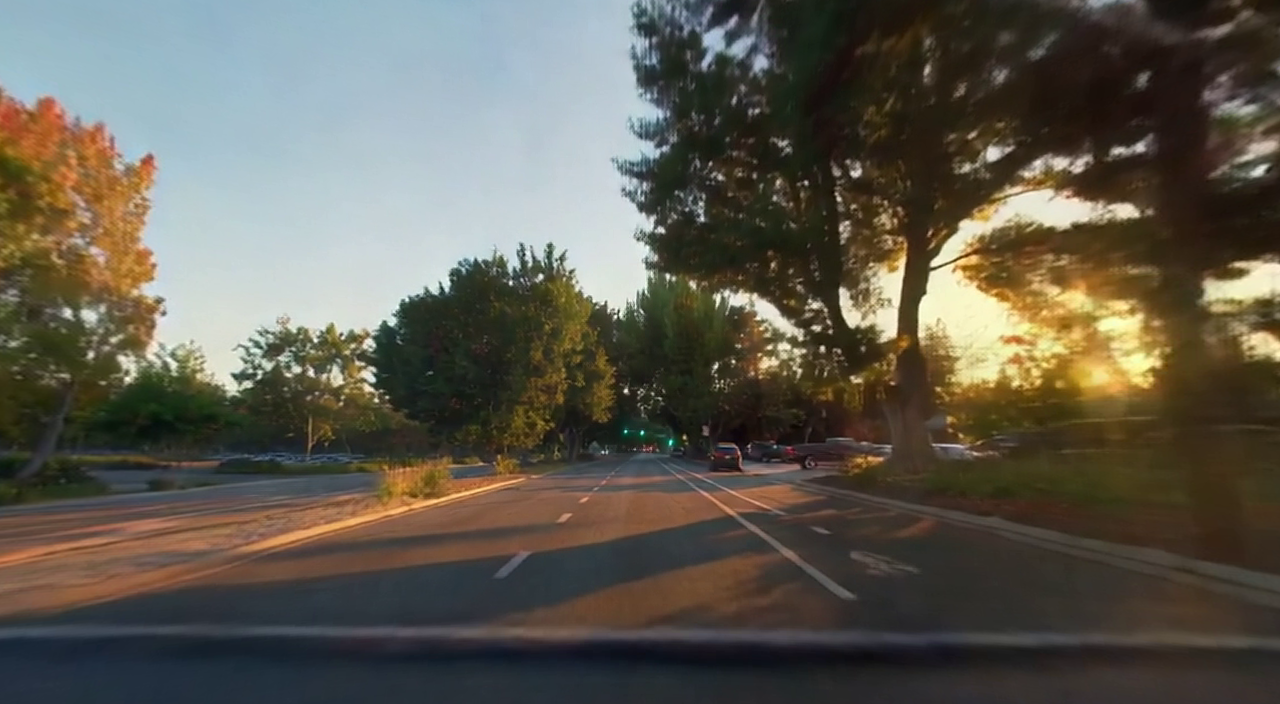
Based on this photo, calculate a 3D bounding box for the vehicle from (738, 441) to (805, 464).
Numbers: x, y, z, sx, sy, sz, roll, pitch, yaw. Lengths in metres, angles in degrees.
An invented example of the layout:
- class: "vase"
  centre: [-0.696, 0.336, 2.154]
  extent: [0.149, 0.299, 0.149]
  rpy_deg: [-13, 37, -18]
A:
- class: "vehicle"
  centre: [10.353, 7.977, 49.963]
  extent: [4.879, 1.701, 2.095]
  rpy_deg: [0, -10, 3]

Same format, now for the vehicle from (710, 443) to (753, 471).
- class: "vehicle"
  centre: [5.748, 6.647, 40.177]
  extent: [2.057, 1.688, 4.596]
  rpy_deg: [0, -9, 0]
